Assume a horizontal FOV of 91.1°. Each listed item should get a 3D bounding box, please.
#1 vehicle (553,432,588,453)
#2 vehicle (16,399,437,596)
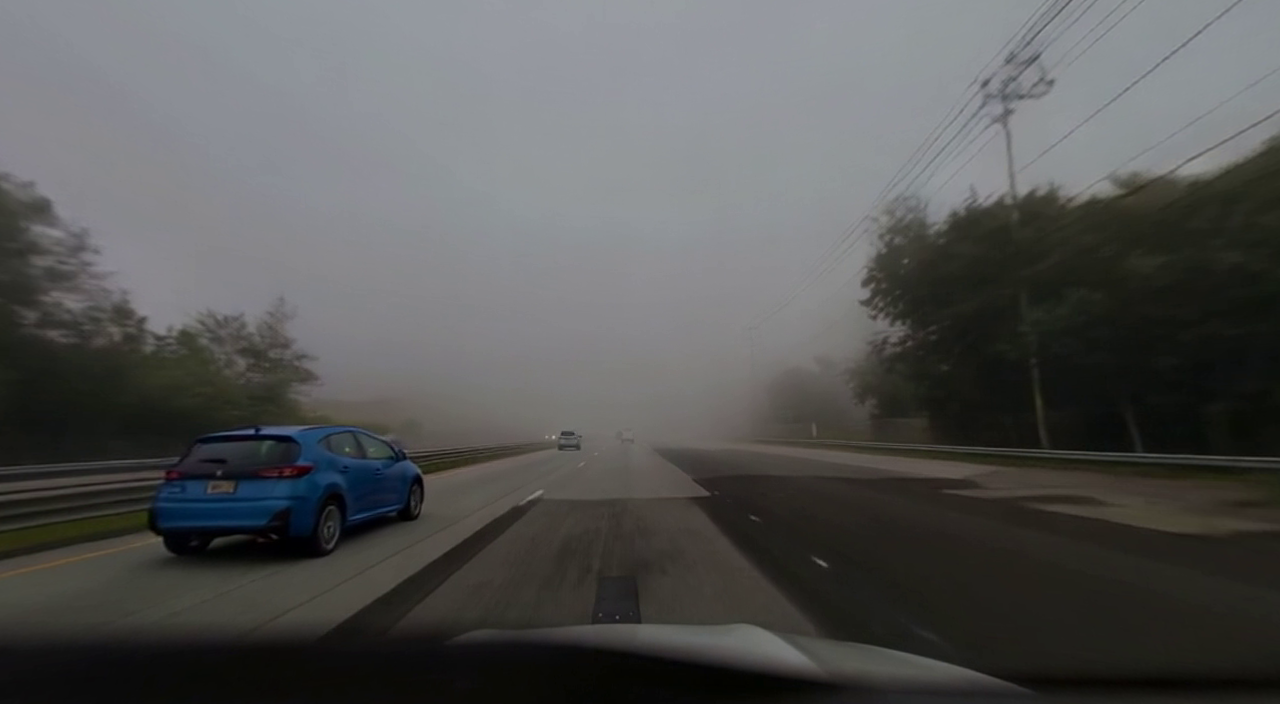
[{"bbox_3d":[-5.060,6.674,46.456,2.080,1.478,4.347,0,-8,0],"label":"vehicle"},{"bbox_3d":[-4.050,1.463,7.294,2.023,1.580,4.259,0,-8,-1],"label":"vehicle"}]
